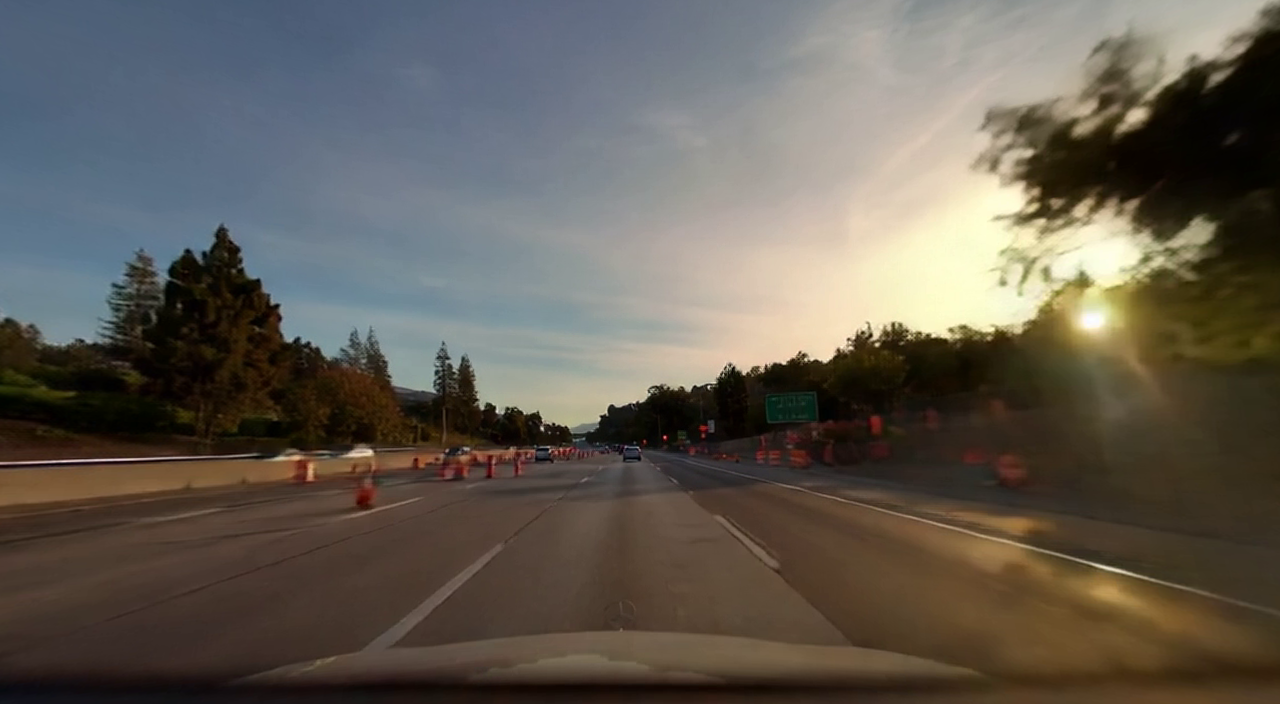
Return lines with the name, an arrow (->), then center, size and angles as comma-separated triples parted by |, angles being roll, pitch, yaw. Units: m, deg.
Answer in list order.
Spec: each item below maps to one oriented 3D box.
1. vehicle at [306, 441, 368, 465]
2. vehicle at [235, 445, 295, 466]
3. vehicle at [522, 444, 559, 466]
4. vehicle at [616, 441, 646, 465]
vehicle -> -21.202, 7.069, 44.437 | 1.989, 1.587, 4.874 | 0, -9, 0
vehicle -> -27.839, 7.702, 47.062 | 1.850, 1.472, 4.354 | 0, -9, -1
vehicle -> -7.135, 7.442, 45.827 | 1.997, 1.507, 4.248 | 0, -9, 0
vehicle -> -0.690, 7.389, 46.162 | 2.109, 1.638, 3.856 | 0, -9, -1
